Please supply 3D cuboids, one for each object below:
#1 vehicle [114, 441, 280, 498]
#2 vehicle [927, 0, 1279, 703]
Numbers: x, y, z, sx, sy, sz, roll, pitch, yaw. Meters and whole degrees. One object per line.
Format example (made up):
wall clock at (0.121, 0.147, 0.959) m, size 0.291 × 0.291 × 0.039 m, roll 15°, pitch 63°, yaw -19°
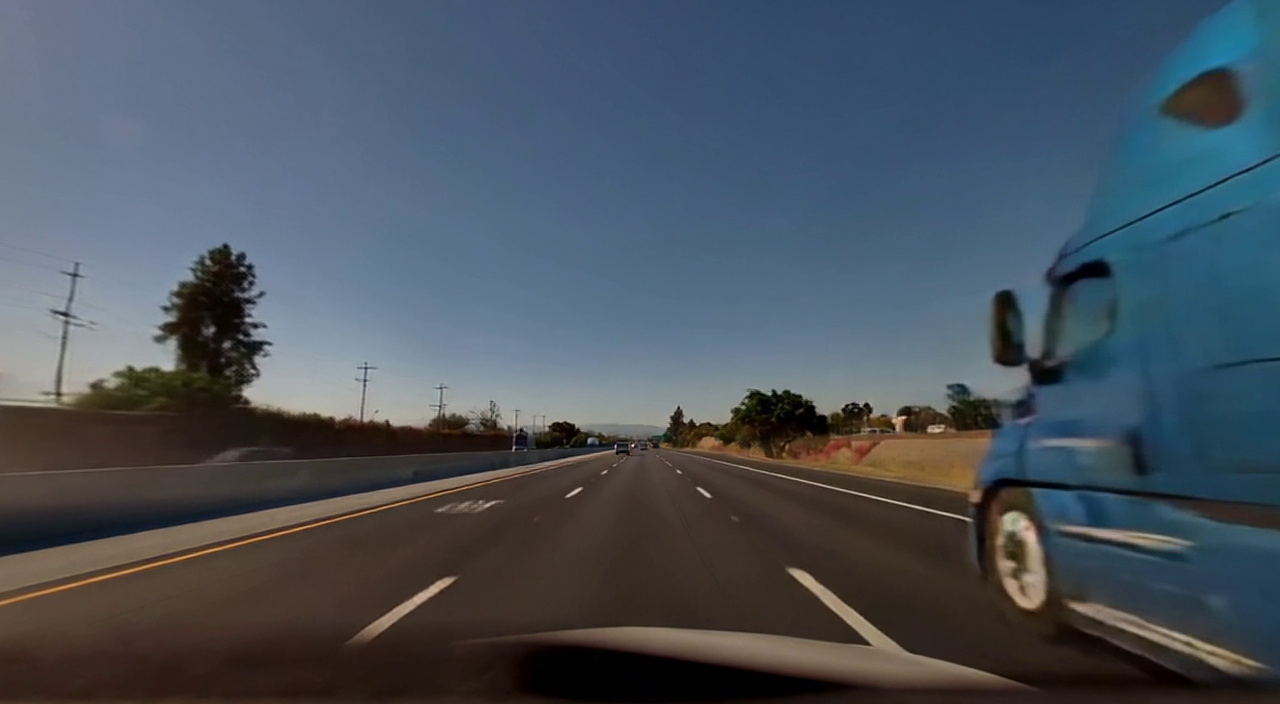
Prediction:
vehicle at (-15.115, 3.985, 21.920) m, size 2.077 × 1.717 × 4.911 m, roll 0°, pitch -8°, yaw 1°
vehicle at (3.701, -0.434, 1.381) m, size 3.079 × 3.852 × 6.223 m, roll 0°, pitch -8°, yaw 0°
